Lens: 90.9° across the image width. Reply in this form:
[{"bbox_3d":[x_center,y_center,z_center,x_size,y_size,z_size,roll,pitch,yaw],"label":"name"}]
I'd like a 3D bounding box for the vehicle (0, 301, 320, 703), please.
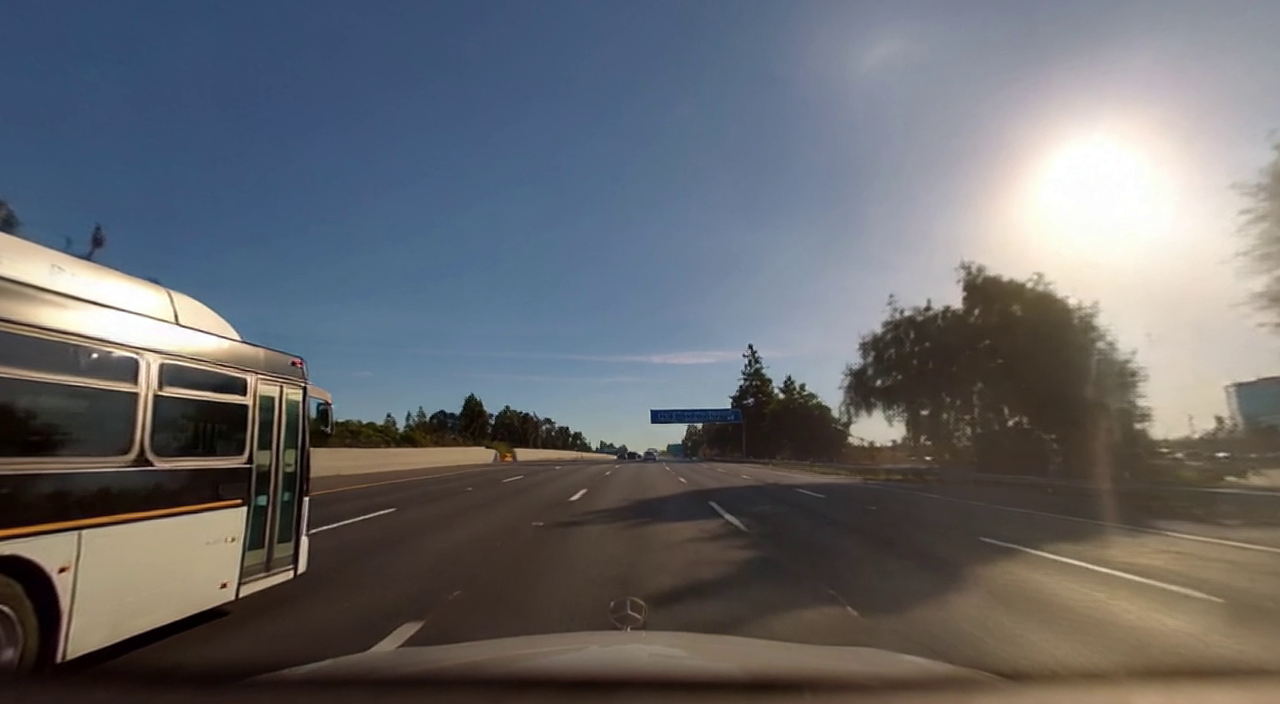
[{"bbox_3d":[-4.129,0.800,3.248,2.127,1.985,5.205,-1,-8,1],"label":"vehicle"}]
